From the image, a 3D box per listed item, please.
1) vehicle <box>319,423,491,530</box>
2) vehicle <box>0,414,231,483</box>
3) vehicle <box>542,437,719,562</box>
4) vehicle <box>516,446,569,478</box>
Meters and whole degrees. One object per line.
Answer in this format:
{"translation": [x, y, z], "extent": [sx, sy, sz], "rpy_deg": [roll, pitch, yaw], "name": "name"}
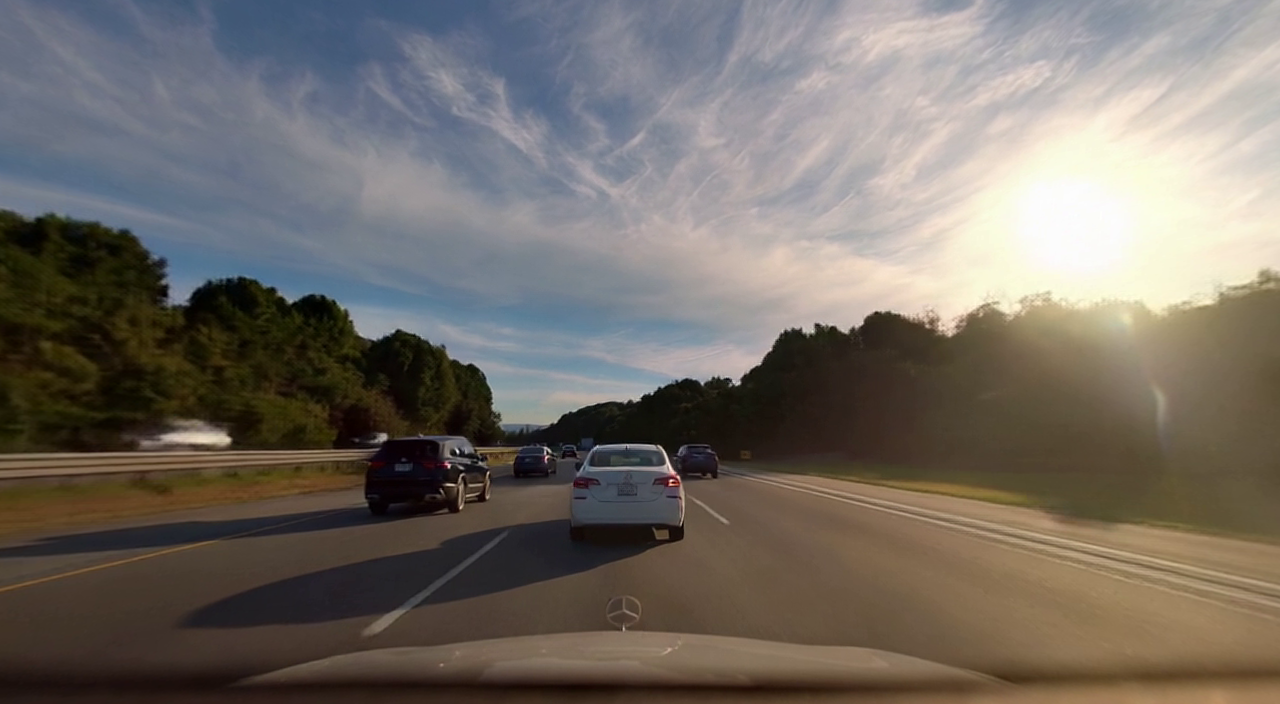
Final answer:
{"translation": [-4.282, 2.332, 12.277], "extent": [1.830, 1.703, 4.142], "rpy_deg": [0, -9, -2], "name": "vehicle"}
{"translation": [-12.764, 2.427, 15.799], "extent": [2.076, 1.461, 4.477], "rpy_deg": [0, -9, -2], "name": "vehicle"}
{"translation": [-0.190, 2.105, 9.744], "extent": [2.120, 1.478, 4.179], "rpy_deg": [0, -9, -2], "name": "vehicle"}
{"translation": [-4.824, 5.493, 31.601], "extent": [2.122, 1.491, 3.800], "rpy_deg": [0, -9, -1], "name": "vehicle"}
